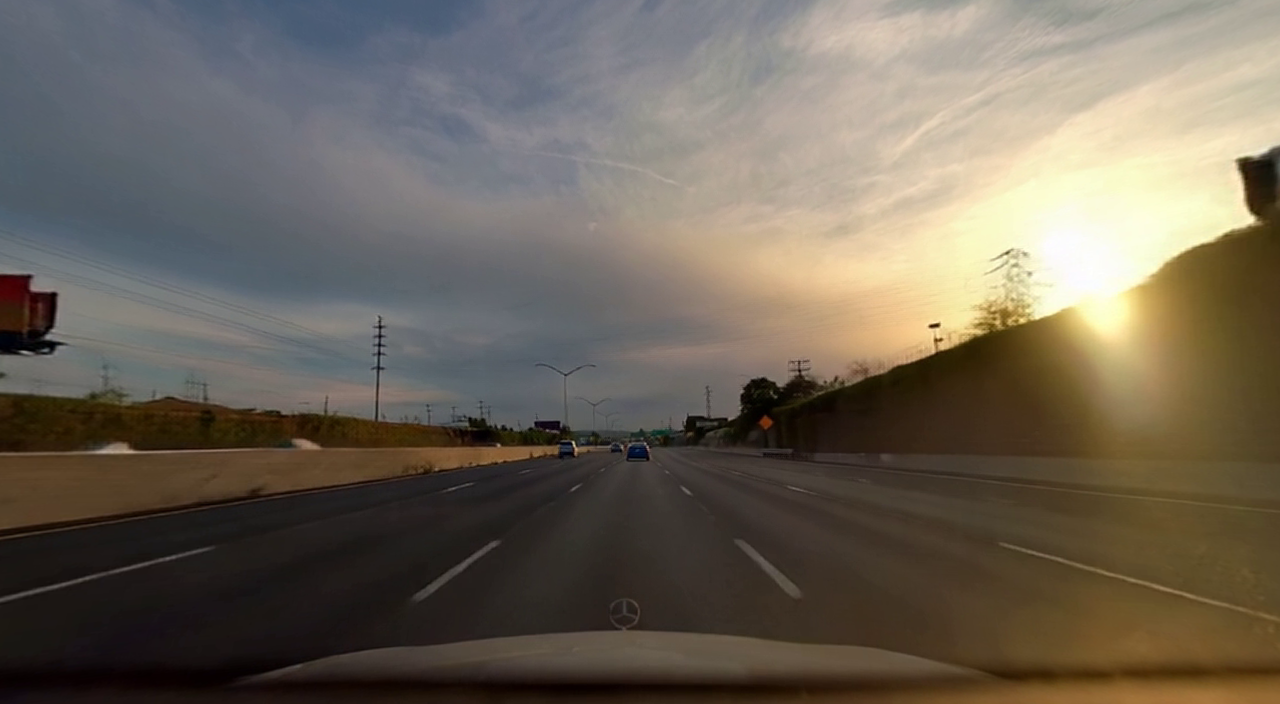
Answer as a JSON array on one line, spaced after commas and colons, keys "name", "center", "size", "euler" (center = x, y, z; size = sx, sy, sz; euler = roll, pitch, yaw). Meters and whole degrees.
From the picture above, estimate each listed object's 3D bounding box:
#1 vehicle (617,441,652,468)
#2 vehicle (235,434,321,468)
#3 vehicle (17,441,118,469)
[{"name": "vehicle", "center": [-0.360, 6.332, 39.266], "size": [2.074, 1.574, 3.971], "euler": [0, -8, -1]}, {"name": "vehicle", "center": [-16.584, 4.565, 29.132], "size": [1.731, 1.446, 3.527], "euler": [-1, -8, 2]}, {"name": "vehicle", "center": [-31.869, 5.722, 35.323], "size": [1.829, 1.472, 3.940], "euler": [0, -8, 2]}]
